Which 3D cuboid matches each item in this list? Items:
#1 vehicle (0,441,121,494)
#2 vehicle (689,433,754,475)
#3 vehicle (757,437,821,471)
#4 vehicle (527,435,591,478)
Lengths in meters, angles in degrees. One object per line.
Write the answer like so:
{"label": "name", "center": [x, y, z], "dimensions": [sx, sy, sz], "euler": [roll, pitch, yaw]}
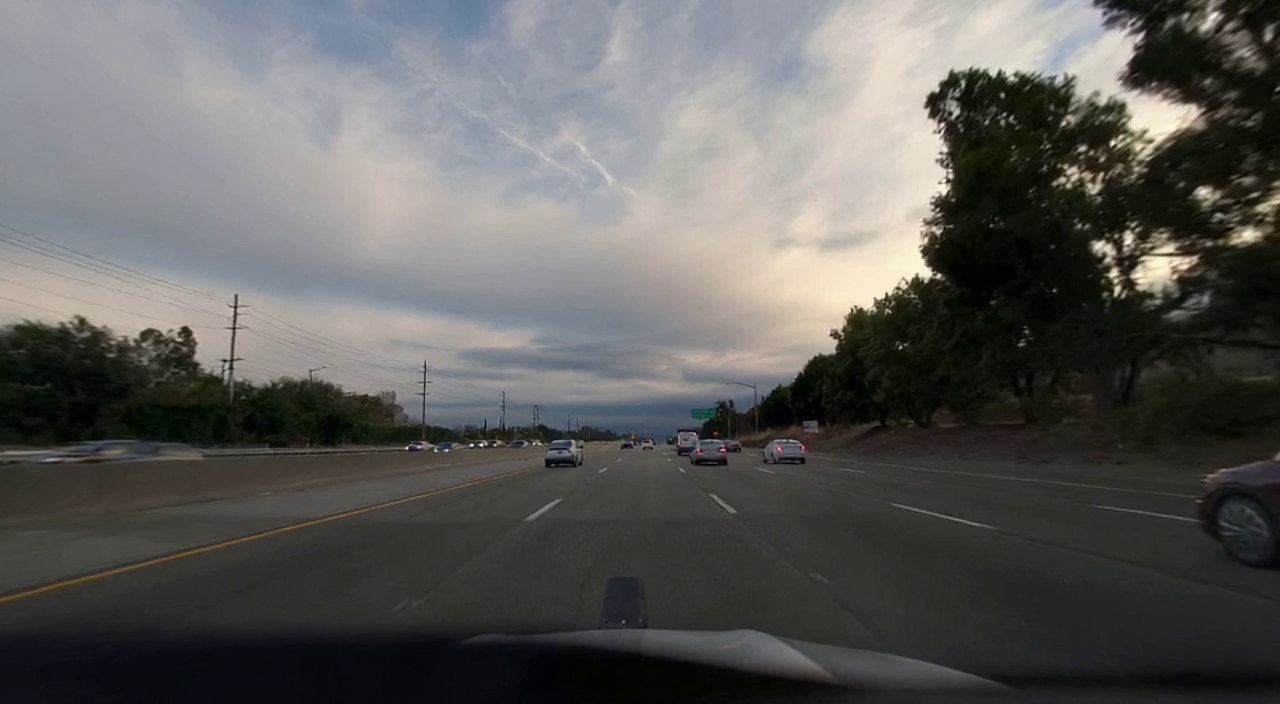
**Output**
{"label": "vehicle", "center": [-18.777, 3.570, 19.842], "dimensions": [1.650, 1.467, 3.708], "euler": [-1, -8, 1]}
{"label": "vehicle", "center": [3.436, 4.401, 27.429], "dimensions": [2.146, 1.639, 4.475], "euler": [0, -8, -1]}
{"label": "vehicle", "center": [7.294, 5.019, 31.369], "dimensions": [1.988, 1.518, 4.856], "euler": [0, -8, 0]}
{"label": "vehicle", "center": [-3.447, 4.532, 27.625], "dimensions": [2.106, 1.682, 4.395], "euler": [-1, -8, 2]}
